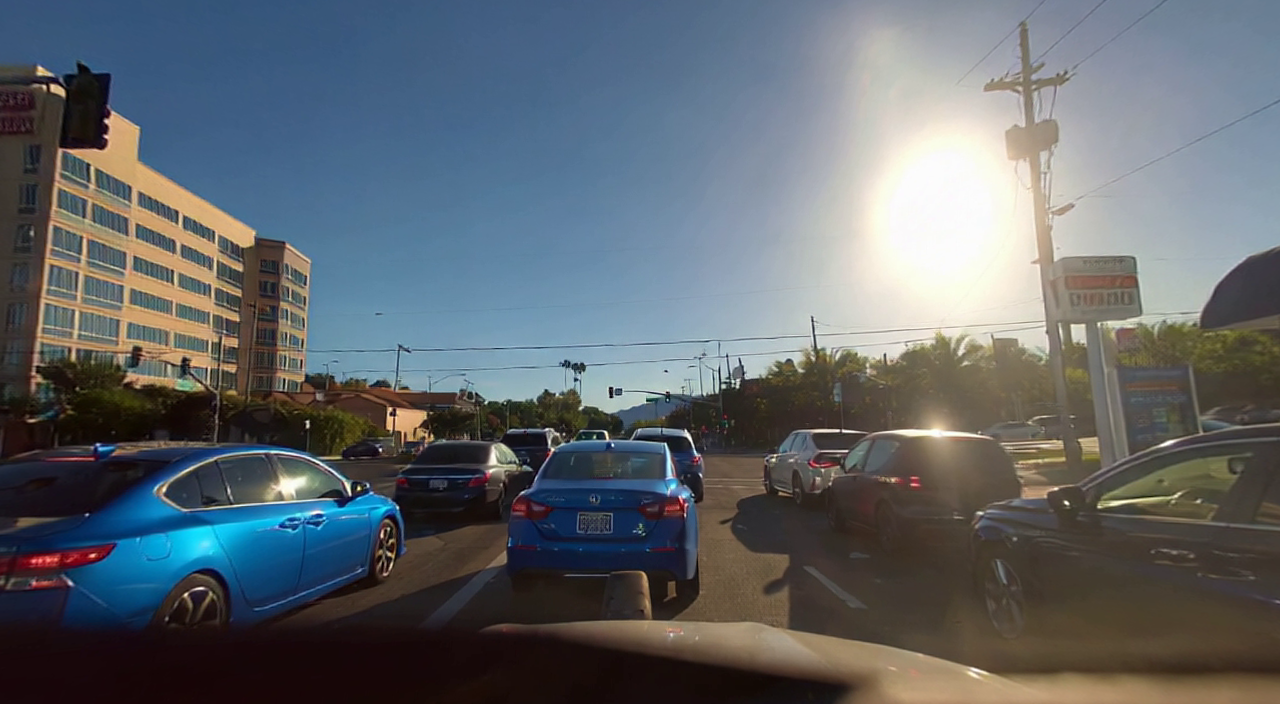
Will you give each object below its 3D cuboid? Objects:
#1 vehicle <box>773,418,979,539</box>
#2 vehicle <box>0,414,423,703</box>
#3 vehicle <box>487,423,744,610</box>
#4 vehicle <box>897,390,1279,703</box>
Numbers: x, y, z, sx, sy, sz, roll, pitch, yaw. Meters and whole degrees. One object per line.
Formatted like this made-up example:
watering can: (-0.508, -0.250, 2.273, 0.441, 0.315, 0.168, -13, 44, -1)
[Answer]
vehicle: (3.768, 2.093, 11.013, 2.007, 1.683, 4.171, 0, -8, 1)
vehicle: (-3.410, 1.300, 4.726, 1.980, 1.454, 4.226, 0, -8, 1)
vehicle: (-0.186, 1.622, 7.130, 2.059, 1.477, 3.988, 0, -8, 0)
vehicle: (3.435, 1.104, 3.768, 1.981, 1.499, 4.536, 0, -8, 2)
